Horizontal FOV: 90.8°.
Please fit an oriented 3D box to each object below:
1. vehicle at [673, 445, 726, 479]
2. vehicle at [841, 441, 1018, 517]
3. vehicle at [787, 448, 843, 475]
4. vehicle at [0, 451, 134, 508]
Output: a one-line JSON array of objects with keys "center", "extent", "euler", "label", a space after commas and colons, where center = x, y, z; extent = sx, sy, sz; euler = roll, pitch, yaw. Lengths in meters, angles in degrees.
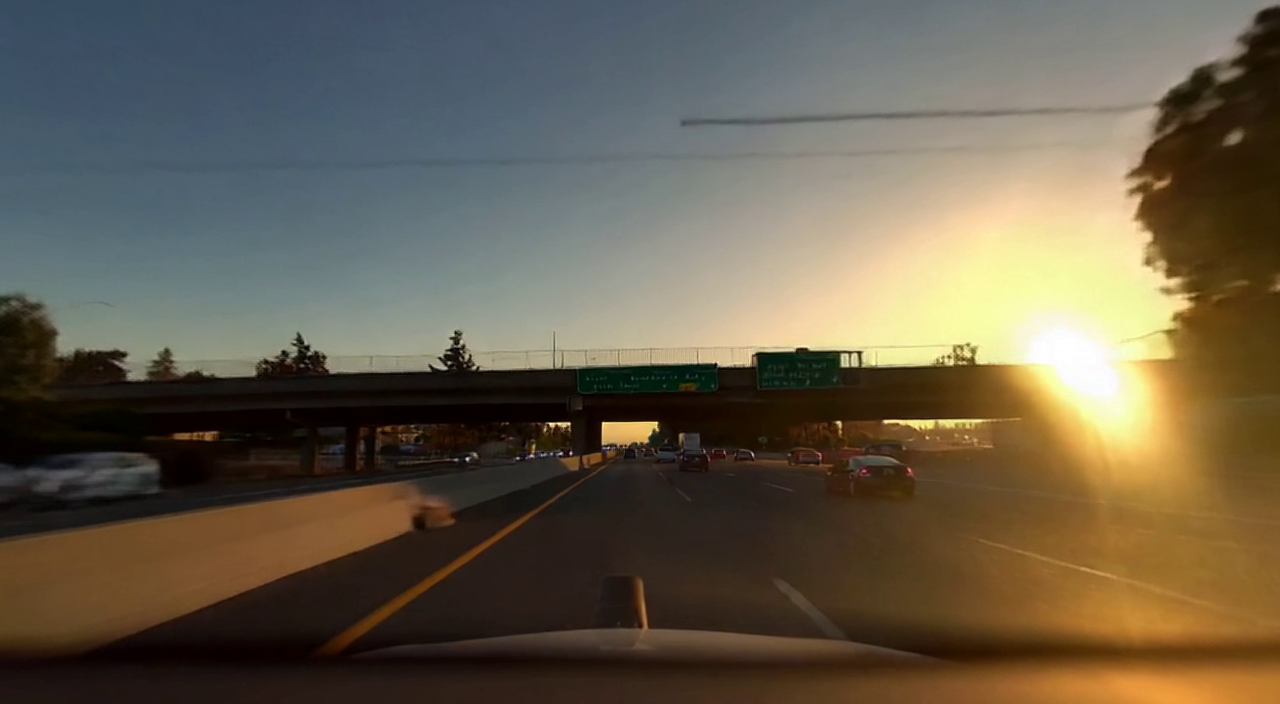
[{"center": [2.809, 5.332, 30.890], "extent": [1.993, 1.507, 4.594], "euler": [0, -9, -2], "label": "vehicle"}, {"center": [6.540, 2.894, 14.964], "extent": [1.952, 1.489, 4.483], "euler": [0, -9, -2], "label": "vehicle"}, {"center": [9.860, 6.168, 35.872], "extent": [1.838, 1.440, 4.121], "euler": [0, -9, -2], "label": "vehicle"}, {"center": [-20.695, 4.383, 22.215], "extent": [1.973, 1.727, 4.537], "euler": [0, -9, 0], "label": "vehicle"}]
